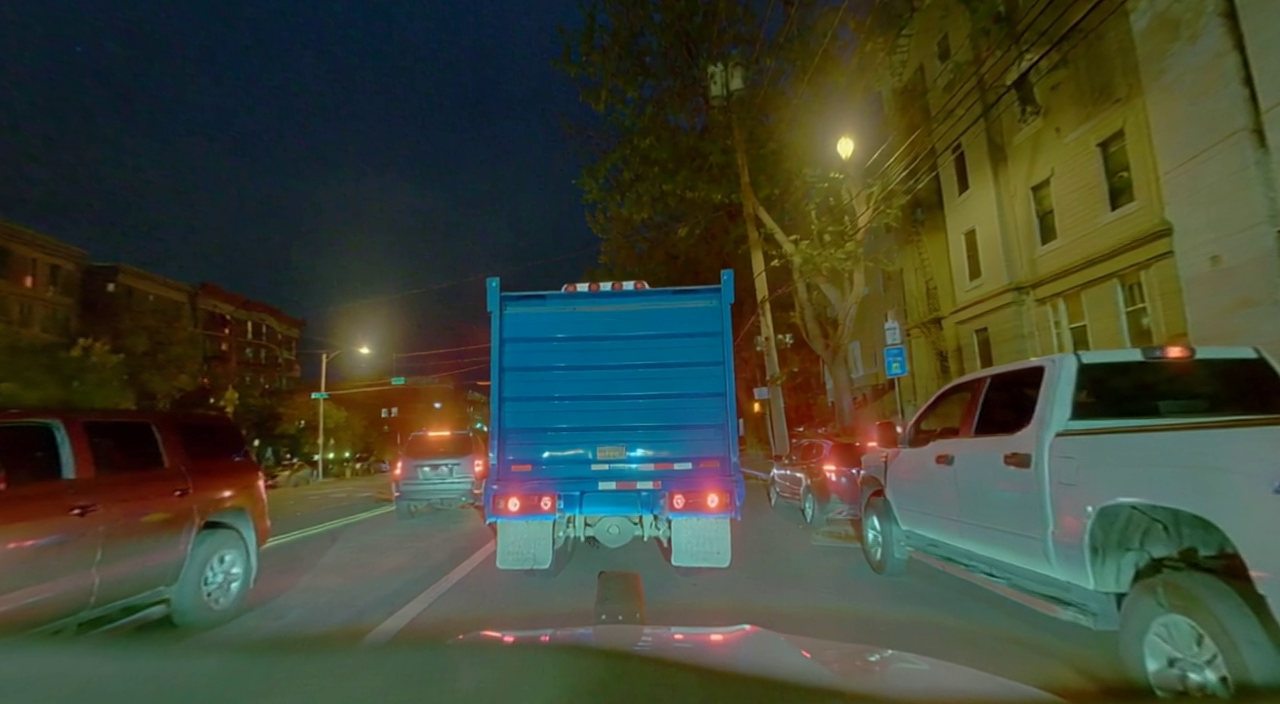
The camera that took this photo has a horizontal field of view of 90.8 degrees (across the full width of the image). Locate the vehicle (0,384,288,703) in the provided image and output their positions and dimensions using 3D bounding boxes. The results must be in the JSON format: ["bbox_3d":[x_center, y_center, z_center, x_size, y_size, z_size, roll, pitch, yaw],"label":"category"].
[{"bbox_3d":[-4.117,1.019,3.248,1.988,1.657,4.492,0,-8,0],"label":"vehicle"}]

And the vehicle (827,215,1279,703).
[{"bbox_3d":[3.235,0.886,4.285,2.242,1.979,5.722,0,-8,1],"label":"vehicle"}]

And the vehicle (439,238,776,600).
[{"bbox_3d":[-0.248,1.140,9.703,2.878,3.204,8.244,0,-8,0],"label":"vehicle"}]
